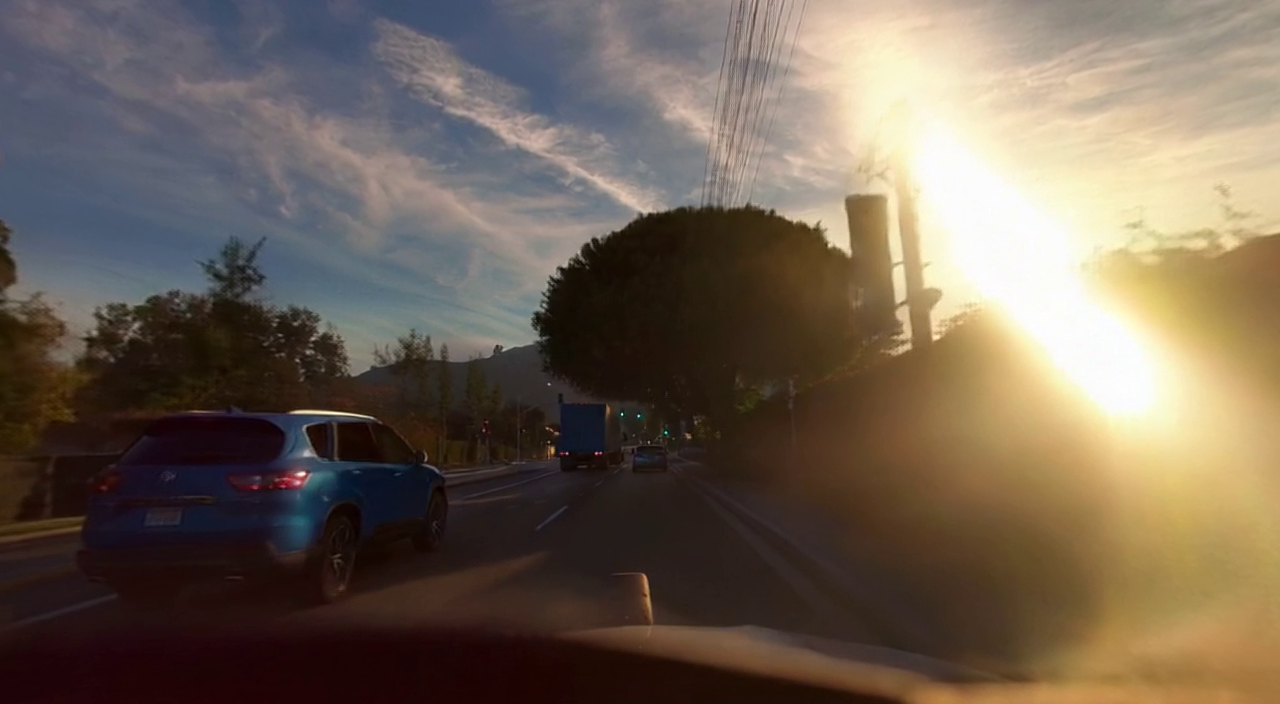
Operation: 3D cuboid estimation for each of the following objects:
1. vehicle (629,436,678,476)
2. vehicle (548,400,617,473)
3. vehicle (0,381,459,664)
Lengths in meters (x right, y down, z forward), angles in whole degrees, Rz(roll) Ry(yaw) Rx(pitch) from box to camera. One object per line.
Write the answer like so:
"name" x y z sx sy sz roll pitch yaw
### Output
"vehicle" 0.605 4.911 29.981 2.174 1.749 4.113 0 -9 1
"vehicle" -3.077 4.944 36.521 2.928 3.658 8.980 0 -9 1
"vehicle" -3.656 1.447 6.467 2.093 1.832 4.508 0 -9 2
